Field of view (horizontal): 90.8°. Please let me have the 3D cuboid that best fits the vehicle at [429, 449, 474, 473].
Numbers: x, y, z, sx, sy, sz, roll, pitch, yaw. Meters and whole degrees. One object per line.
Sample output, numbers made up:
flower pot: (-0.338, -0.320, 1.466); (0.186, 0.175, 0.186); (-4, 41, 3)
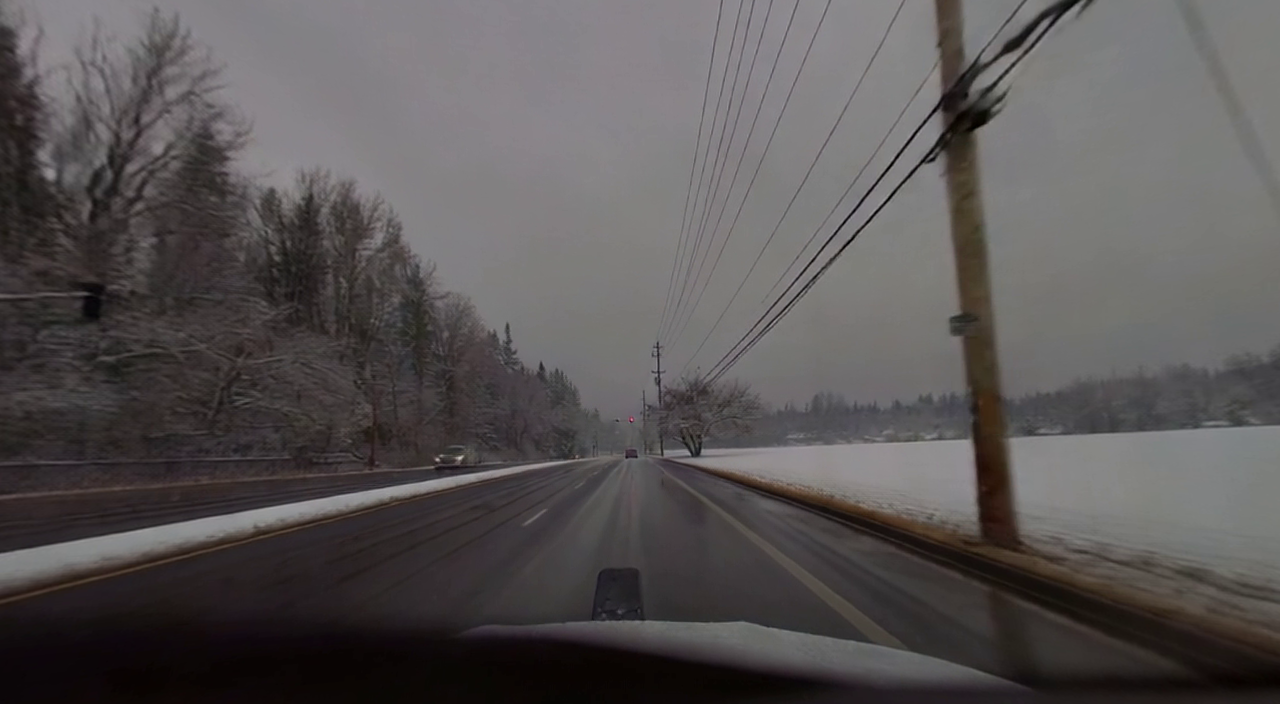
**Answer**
vehicle: (-14.480, 8.379, 48.711); (2.037, 1.712, 4.576); (0, -9, 0)
